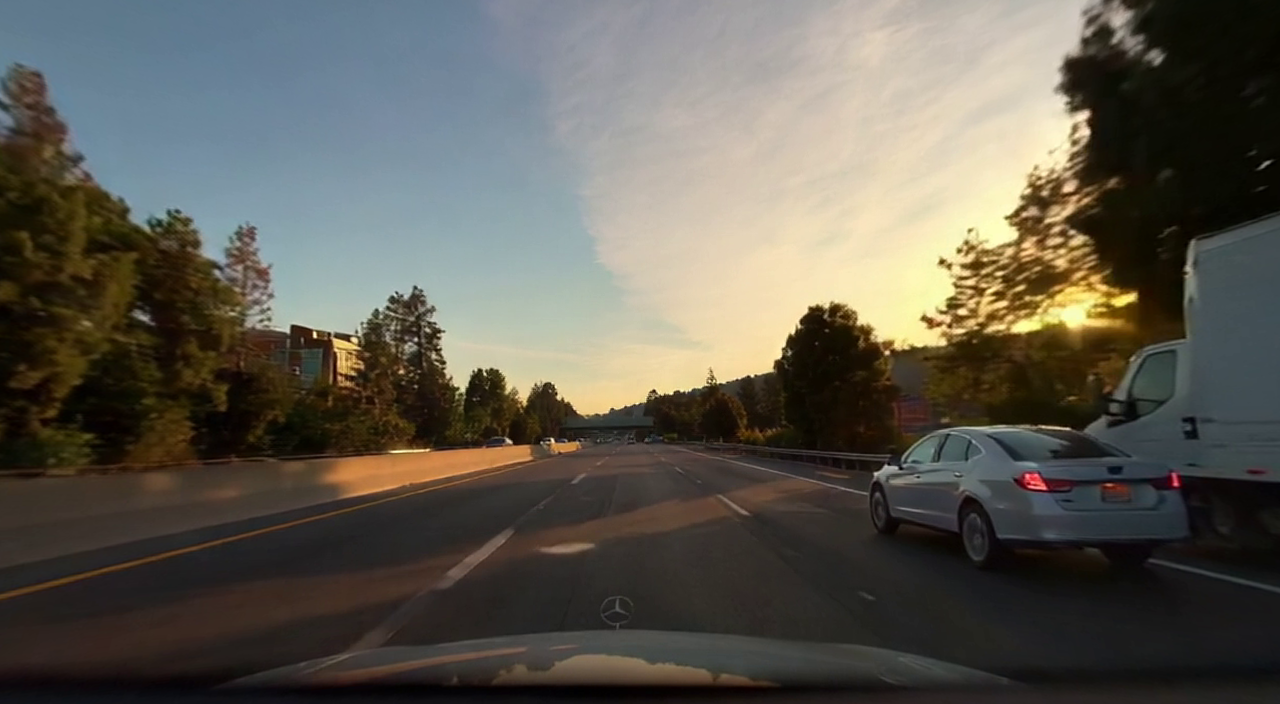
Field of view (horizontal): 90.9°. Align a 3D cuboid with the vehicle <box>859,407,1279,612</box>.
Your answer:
[{"bbox_3d":[4.454,1.544,7.303,2.095,1.587,4.638,0,-8,-1],"label":"vehicle"}]

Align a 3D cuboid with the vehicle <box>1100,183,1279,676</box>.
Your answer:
[{"bbox_3d":[4.581,0.282,2.407,2.370,2.579,4.127,0,-8,-1],"label":"vehicle"}]
